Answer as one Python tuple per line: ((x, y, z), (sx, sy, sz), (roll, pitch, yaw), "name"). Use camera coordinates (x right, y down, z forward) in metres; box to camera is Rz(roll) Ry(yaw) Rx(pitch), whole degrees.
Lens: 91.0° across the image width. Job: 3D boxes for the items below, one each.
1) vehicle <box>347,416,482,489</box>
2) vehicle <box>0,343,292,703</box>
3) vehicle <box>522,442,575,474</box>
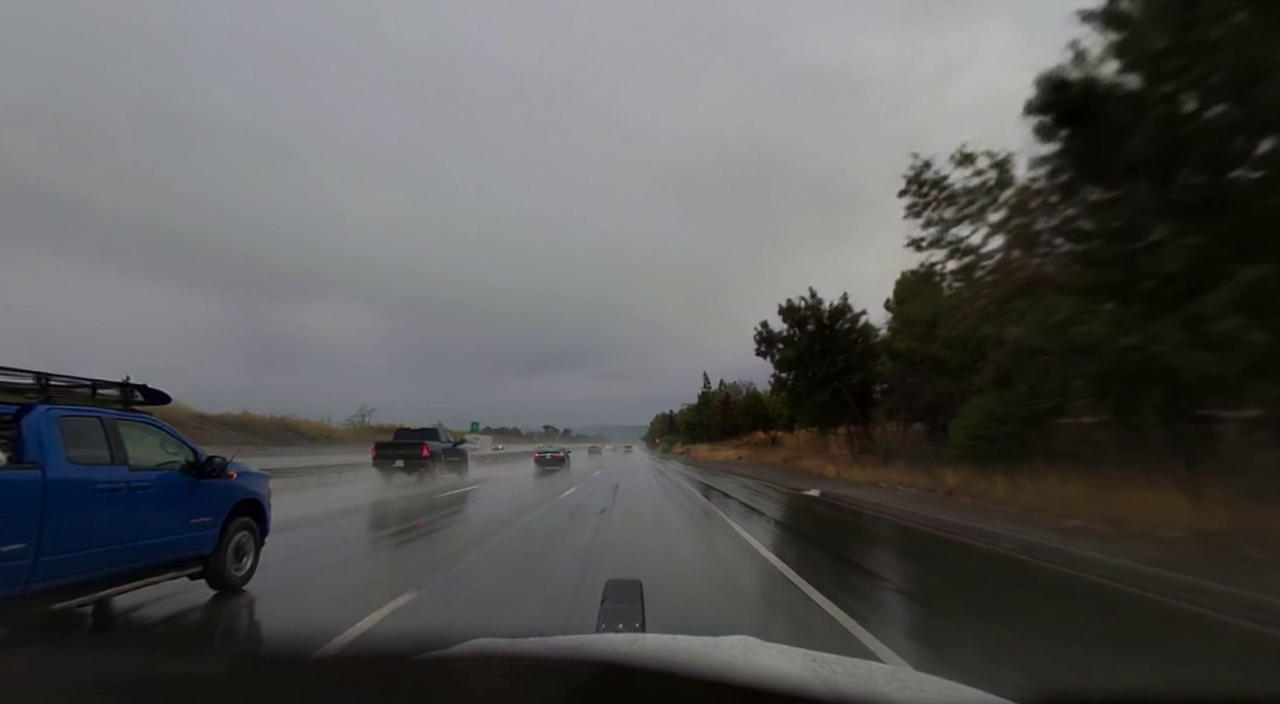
((-7.795, 3.590, 22.658), (2.594, 2.254, 6.028), (0, -9, 0), "vehicle")
((-4.081, 0.835, 2.700), (2.200, 1.807, 5.041), (0, -9, 1), "vehicle")
((-4.628, 5.452, 32.506), (2.012, 1.509, 4.359), (0, -9, 1), "vehicle")
